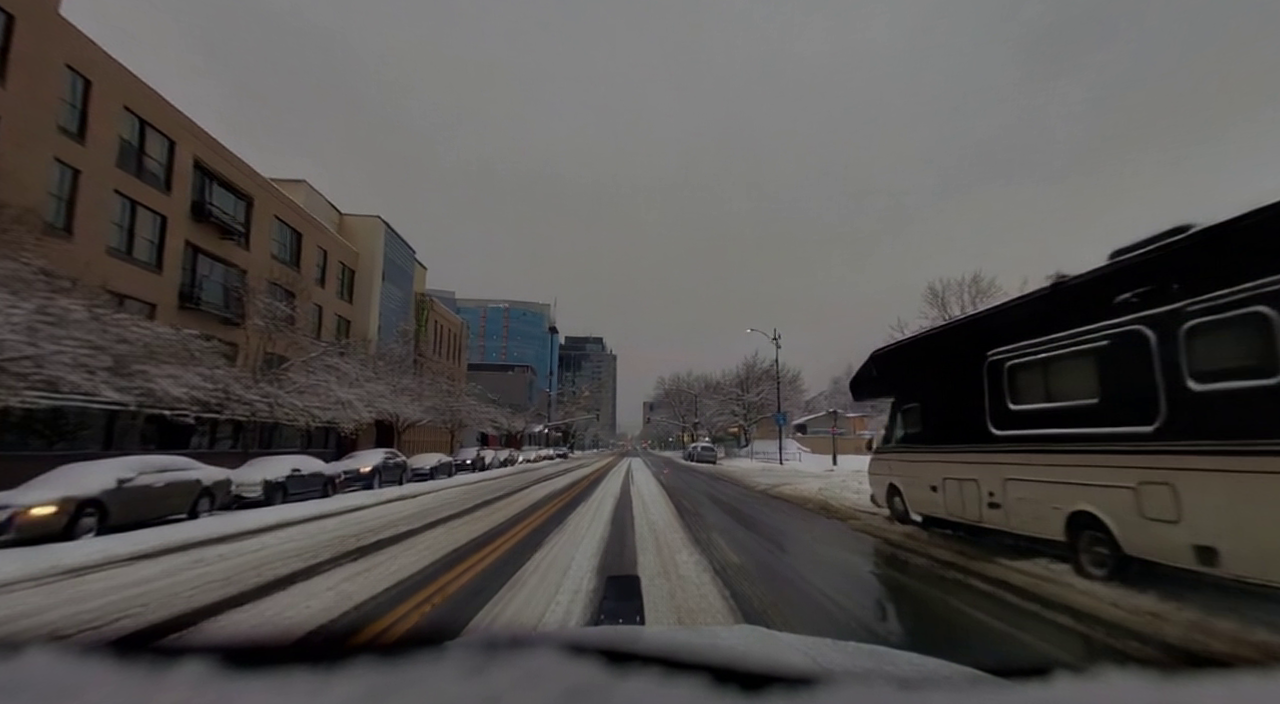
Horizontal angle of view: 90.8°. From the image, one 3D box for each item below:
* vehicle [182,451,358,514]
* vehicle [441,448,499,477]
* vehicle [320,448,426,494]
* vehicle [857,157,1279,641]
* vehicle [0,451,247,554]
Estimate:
[{"bbox_3d":[-10.030,3.526,17.723,1.959,1.451,4.990,0,-8,-1],"label":"vehicle"},{"bbox_3d":[-10.132,6.592,38.081,1.995,1.564,5.321,0,-8,0],"label":"vehicle"},{"bbox_3d":[-10.030,4.464,24.218,1.918,1.535,4.834,0,-8,1],"label":"vehicle"},{"bbox_3d":[6.071,0.780,7.599,3.102,3.473,9.734,0,-8,-2],"label":"vehicle"},{"bbox_3d":[-9.986,2.616,11.824,2.078,1.427,4.900,0,-8,0],"label":"vehicle"}]
